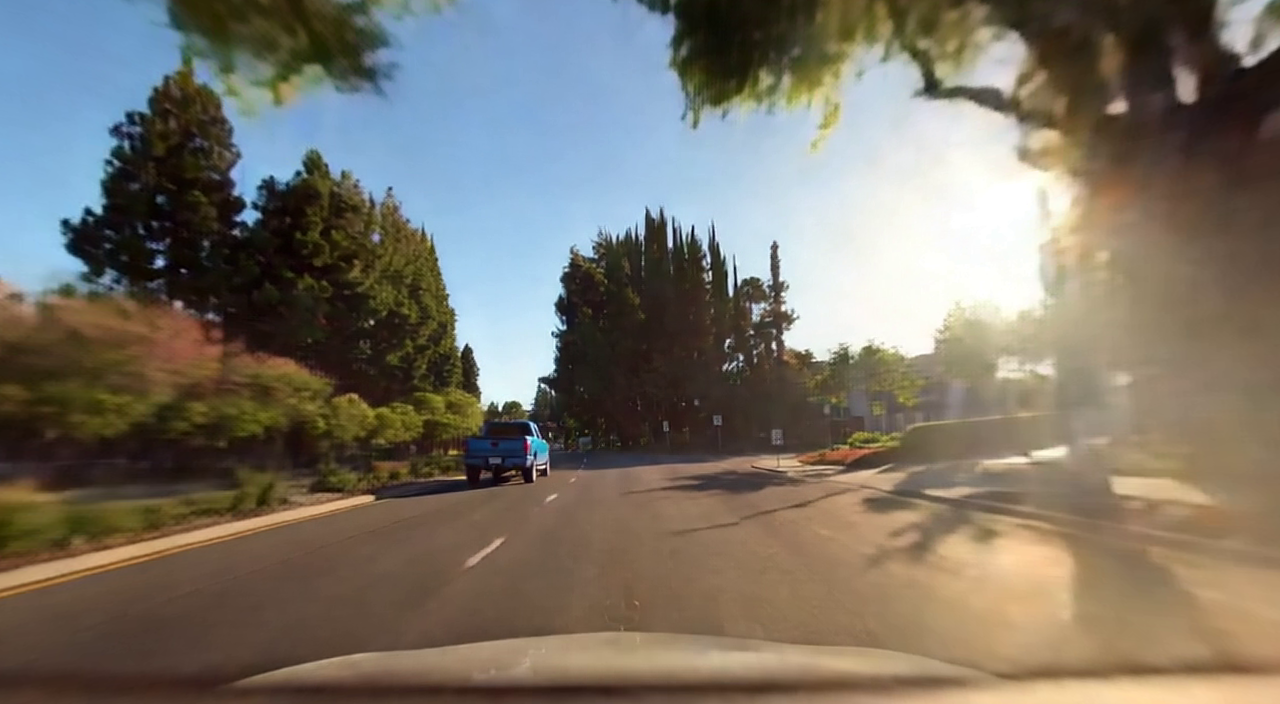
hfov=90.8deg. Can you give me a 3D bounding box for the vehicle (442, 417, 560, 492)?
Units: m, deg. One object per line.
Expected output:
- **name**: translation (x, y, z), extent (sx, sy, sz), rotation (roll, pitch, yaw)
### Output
- **vehicle**: translation (-3.874, 3.045, 19.021), extent (2.267, 1.849, 6.402), rotation (0, -8, -2)
